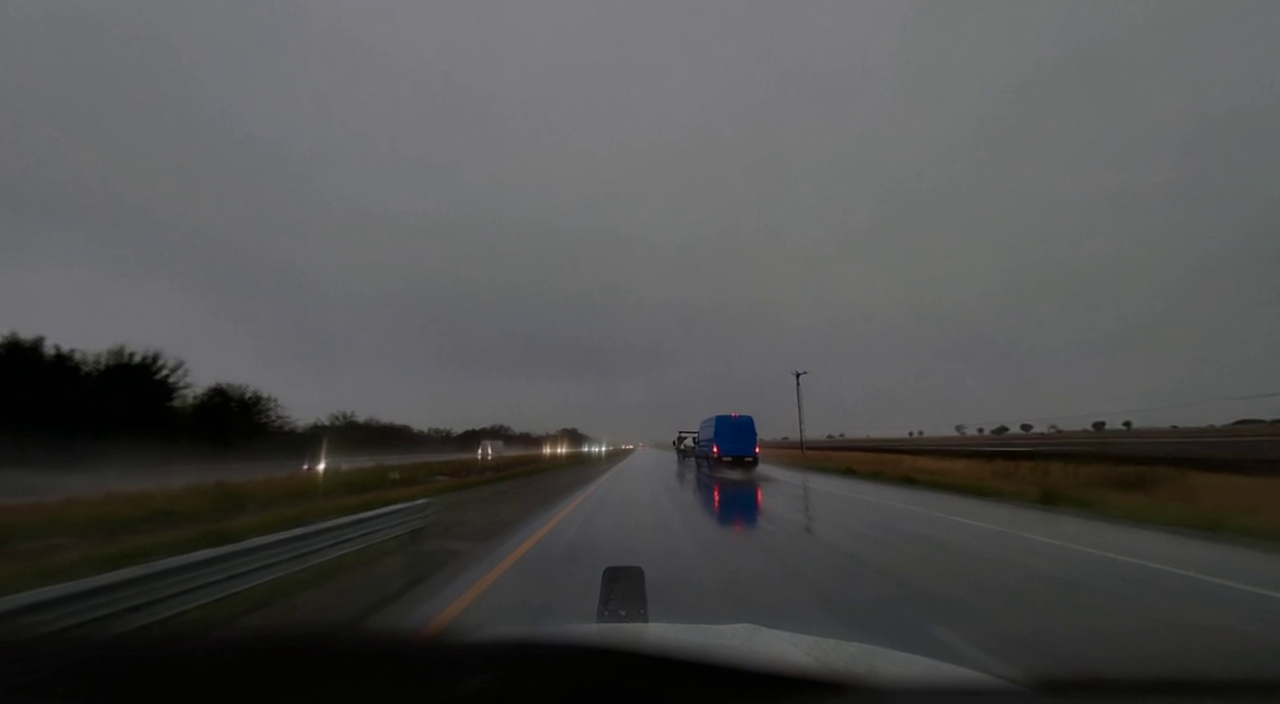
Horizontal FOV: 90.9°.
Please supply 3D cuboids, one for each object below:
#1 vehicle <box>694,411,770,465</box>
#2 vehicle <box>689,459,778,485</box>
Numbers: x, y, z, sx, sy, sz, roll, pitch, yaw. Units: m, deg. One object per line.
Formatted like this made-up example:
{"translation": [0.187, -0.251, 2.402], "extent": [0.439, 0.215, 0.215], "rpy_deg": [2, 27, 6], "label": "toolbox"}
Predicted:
{"translation": [3.810, 3.804, 27.385], "extent": [2.444, 2.053, 5.616], "rpy_deg": [-1, -9, 0], "label": "vehicle"}
{"translation": [3.826, 5.115, 27.231], "extent": [2.702, 0.824, 6.391], "rpy_deg": [0, -8, -2], "label": "vehicle"}
